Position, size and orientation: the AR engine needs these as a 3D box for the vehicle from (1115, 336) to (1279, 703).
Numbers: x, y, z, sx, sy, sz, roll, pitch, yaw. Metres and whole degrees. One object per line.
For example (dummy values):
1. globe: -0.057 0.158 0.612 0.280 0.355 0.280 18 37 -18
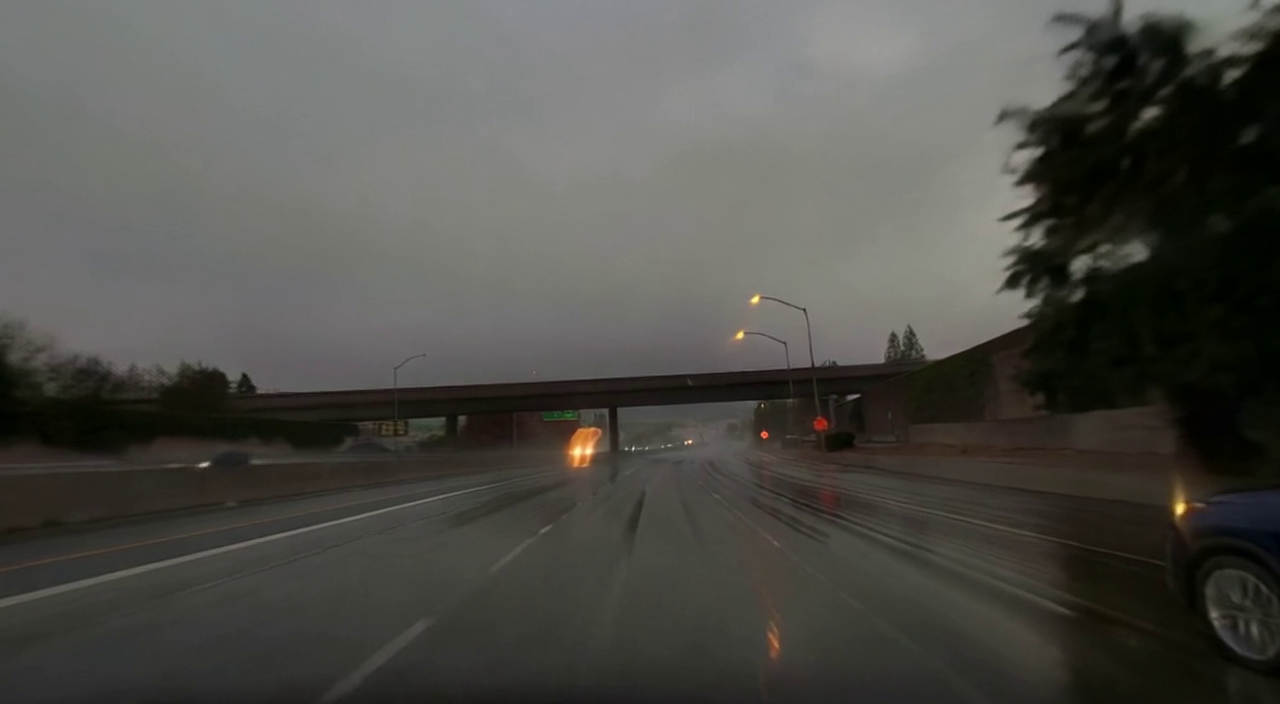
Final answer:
1. vehicle: 3.895 0.593 1.474 2.019 1.732 4.579 0 -8 1

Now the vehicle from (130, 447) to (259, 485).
1. vehicle: -22.462 5.737 32.126 2.068 1.718 5.389 -2 -9 9
